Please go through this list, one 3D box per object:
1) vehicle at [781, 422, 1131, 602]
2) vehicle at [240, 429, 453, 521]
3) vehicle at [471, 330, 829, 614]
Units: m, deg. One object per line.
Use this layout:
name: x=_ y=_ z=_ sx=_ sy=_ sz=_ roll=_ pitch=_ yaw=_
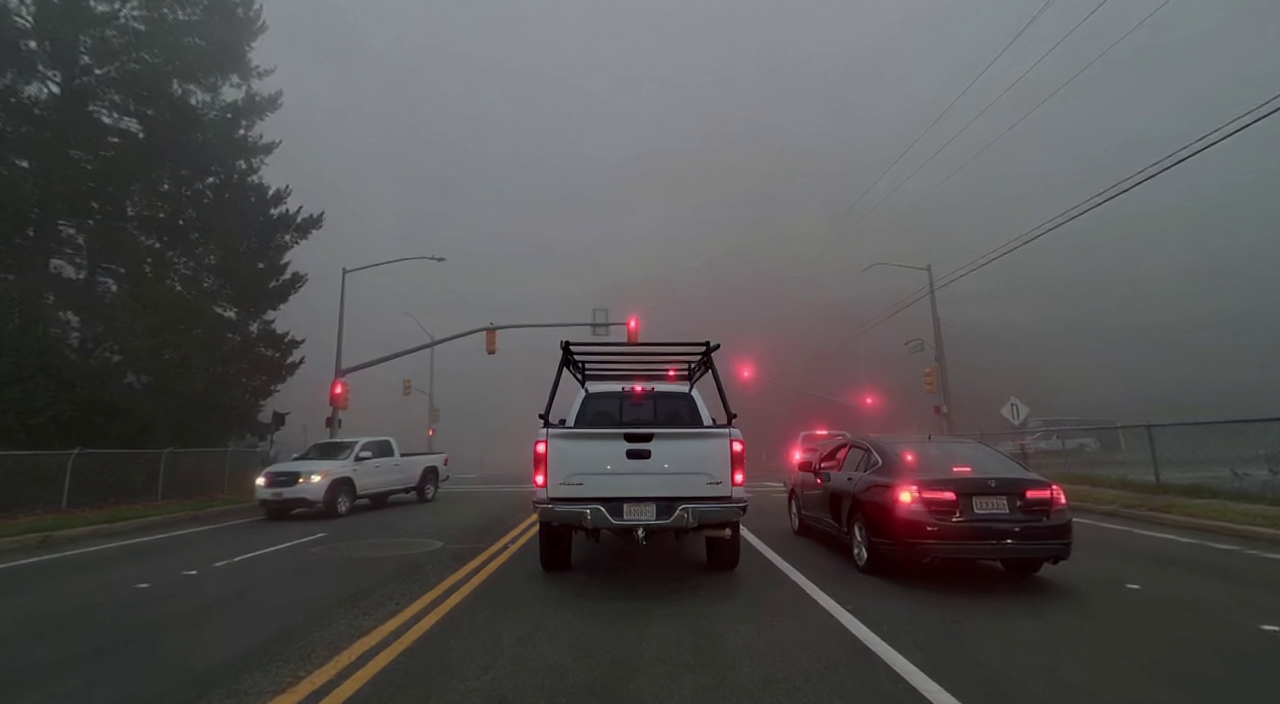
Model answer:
vehicle: x=3.105 y=1.644 z=7.372 sx=1.993 sy=1.495 sz=4.060 roll=0 pitch=-8 yaw=0
vehicle: x=-7.223 y=3.064 z=16.427 sx=2.455 sy=1.971 sz=5.329 roll=-1 pitch=-9 yaw=7
vehicle: x=0.098 y=1.395 z=8.201 sx=2.831 sy=2.284 sz=6.149 roll=0 pitch=-8 yaw=0
